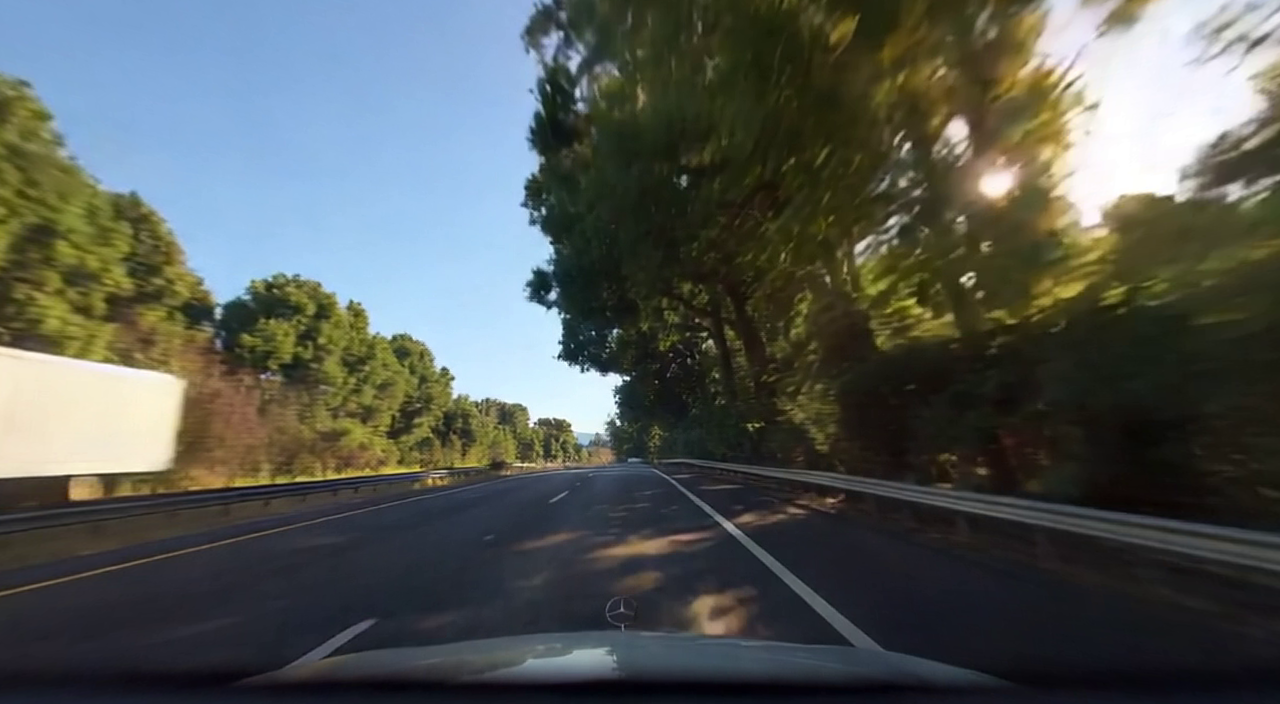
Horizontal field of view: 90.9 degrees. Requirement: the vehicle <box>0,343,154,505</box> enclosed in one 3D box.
[{"bbox_3d":[-17.241,1.390,13.000,2.986,3.958,14.432,0,-9,0],"label":"vehicle"}]
